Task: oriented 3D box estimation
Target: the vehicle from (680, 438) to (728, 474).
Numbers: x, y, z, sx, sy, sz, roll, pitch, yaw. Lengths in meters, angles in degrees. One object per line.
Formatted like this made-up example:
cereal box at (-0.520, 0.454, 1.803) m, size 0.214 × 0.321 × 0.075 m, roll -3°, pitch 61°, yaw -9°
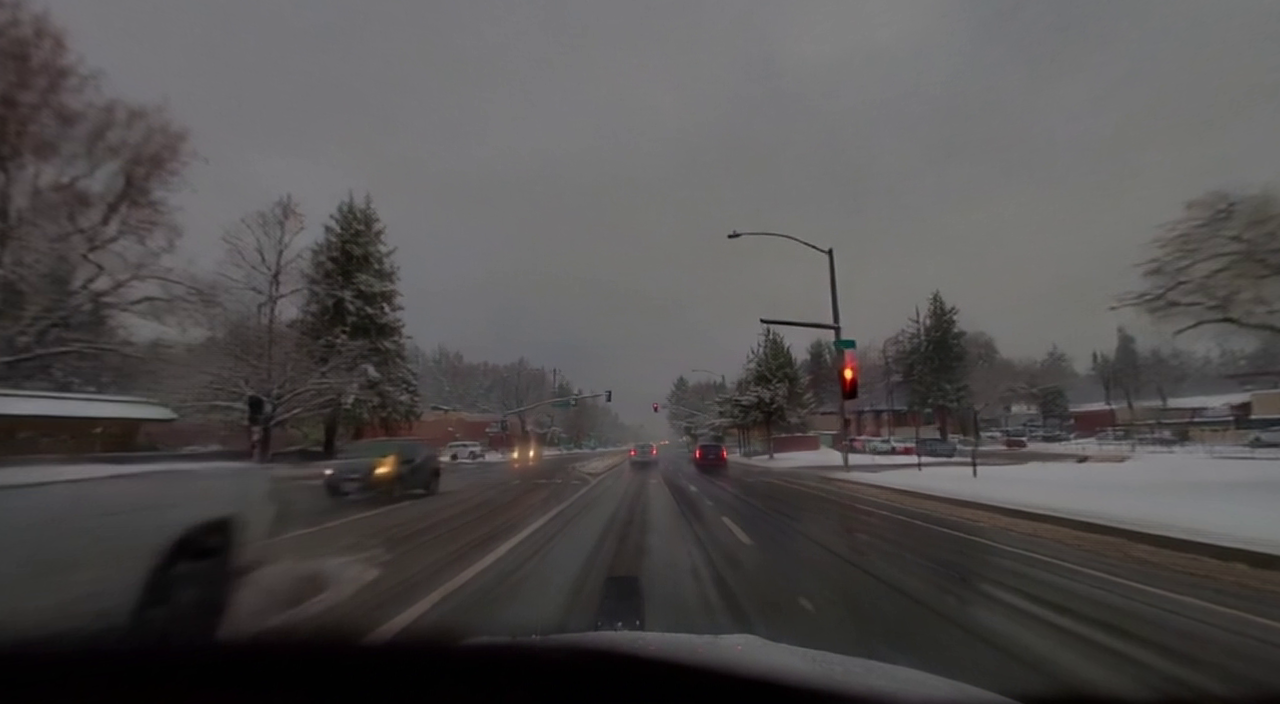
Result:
vehicle at (3.309, 5.458, 33.413) m, size 2.046 × 1.768 × 4.370 m, roll 0°, pitch -9°, yaw 0°

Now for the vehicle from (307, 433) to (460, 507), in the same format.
vehicle at (-6.433, 2.989, 16.544) m, size 2.051 × 1.634 × 4.593 m, roll 0°, pitch -8°, yaw 0°

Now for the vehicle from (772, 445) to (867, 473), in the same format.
vehicle at (9.808, 5.875, 34.839) m, size 4.662 × 1.495 × 1.998 m, roll -1°, pitch -9°, yaw 5°

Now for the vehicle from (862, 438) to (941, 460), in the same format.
vehicle at (18.583, 6.910, 45.069) m, size 4.793 × 1.470 × 1.961 m, roll 0°, pitch -9°, yaw 1°

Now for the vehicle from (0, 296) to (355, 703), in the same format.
vehicle at (-3.120, 0.749, 2.253) m, size 2.092 × 1.779 × 4.468 m, roll 0°, pitch -9°, yaw 0°

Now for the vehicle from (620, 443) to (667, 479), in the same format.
vehicle at (0.141, 4.697, 27.520) m, size 1.917 × 1.418 × 3.987 m, roll 0°, pitch -9°, yaw 0°
